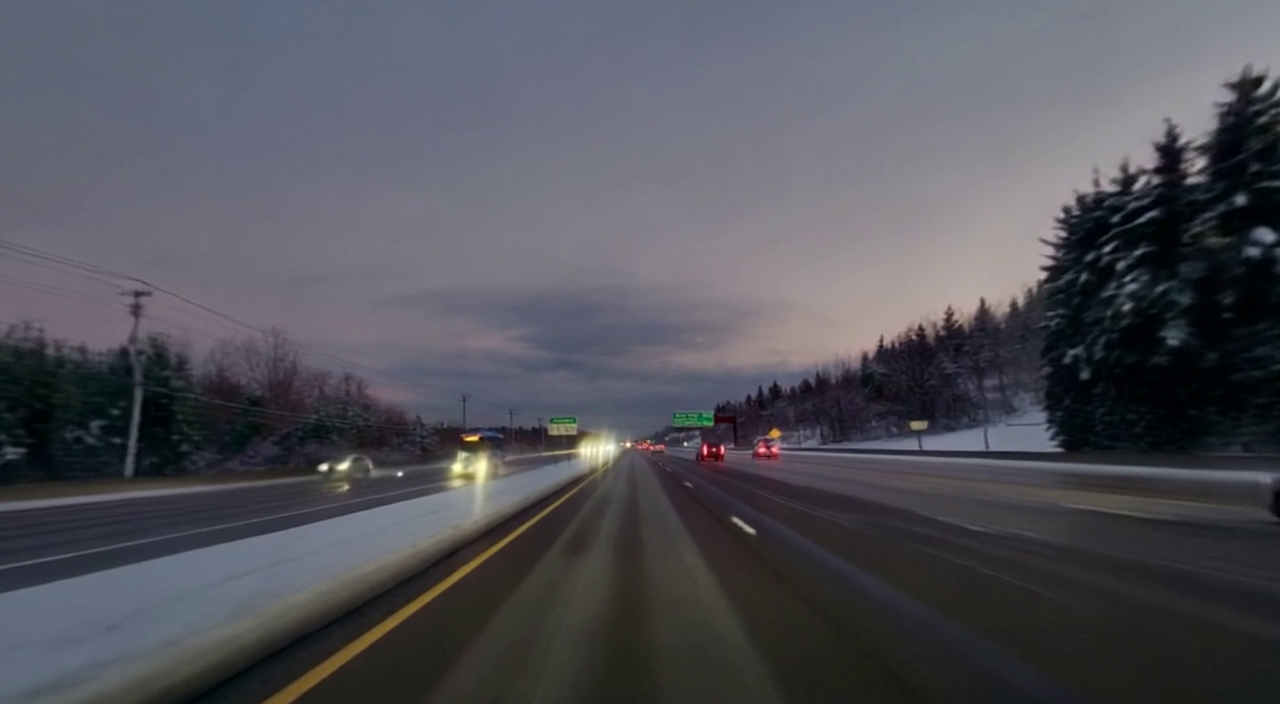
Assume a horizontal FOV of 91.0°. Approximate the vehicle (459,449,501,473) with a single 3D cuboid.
[{"bbox_3d":[-10.980,7.479,43.470,1.869,1.506,4.205,-1,-9,-1],"label":"vehicle"}]
